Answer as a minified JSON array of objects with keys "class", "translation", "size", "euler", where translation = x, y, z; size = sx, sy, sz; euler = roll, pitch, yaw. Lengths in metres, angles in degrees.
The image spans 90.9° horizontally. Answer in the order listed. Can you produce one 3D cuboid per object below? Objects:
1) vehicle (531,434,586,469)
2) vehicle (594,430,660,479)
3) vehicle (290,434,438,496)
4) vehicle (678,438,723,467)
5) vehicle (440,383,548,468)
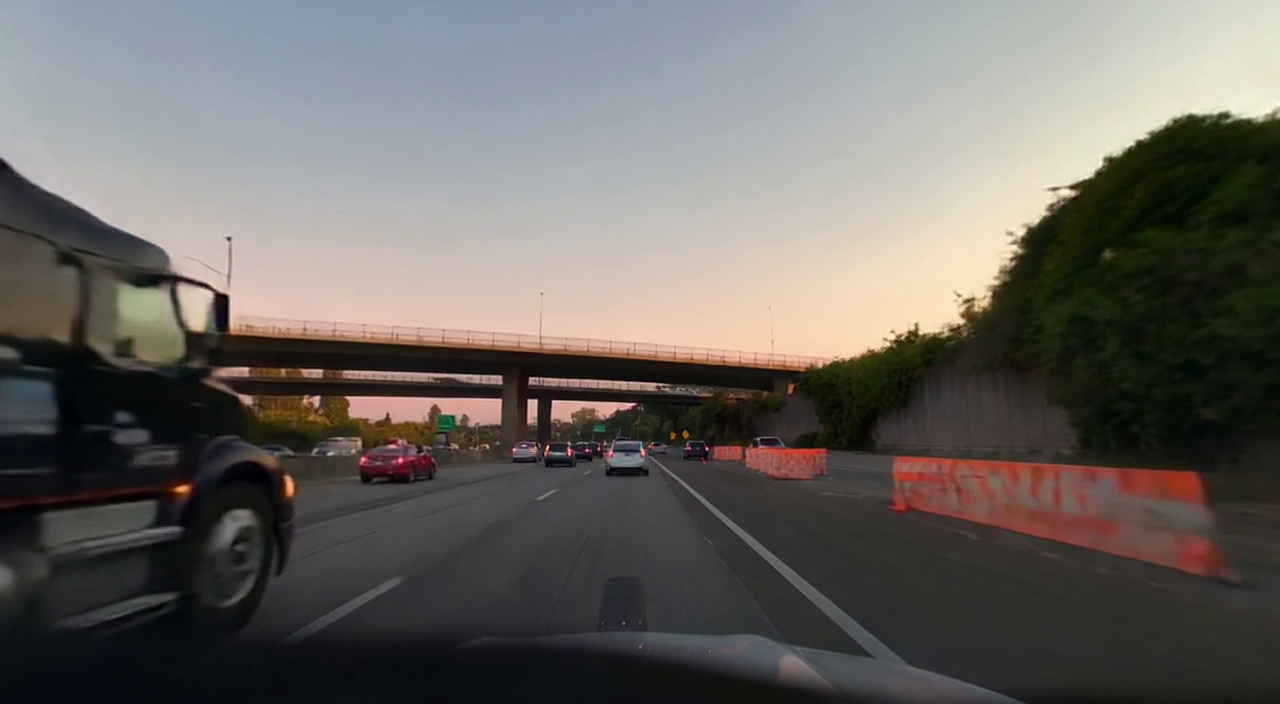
[{"class":"vehicle","translation":[-4.036,5.007,31.969],"size":[2.124,1.639,4.344],"euler":[0,-8,2]},{"class":"vehicle","translation":[-0.466,3.865,23.999],"size":[2.270,1.696,4.061],"euler":[0,-8,0]},{"class":"vehicle","translation":[-7.482,3.104,17.753],"size":[1.948,1.494,4.749],"euler":[0,-8,1]},{"class":"vehicle","translation":[3.182,5.374,33.939],"size":[2.003,1.465,4.092],"euler":[0,-8,-1]},{"class":"vehicle","translation":[-7.440,4.106,34.113],"size":[2.959,3.886,10.574],"euler":[0,-8,2]}]
